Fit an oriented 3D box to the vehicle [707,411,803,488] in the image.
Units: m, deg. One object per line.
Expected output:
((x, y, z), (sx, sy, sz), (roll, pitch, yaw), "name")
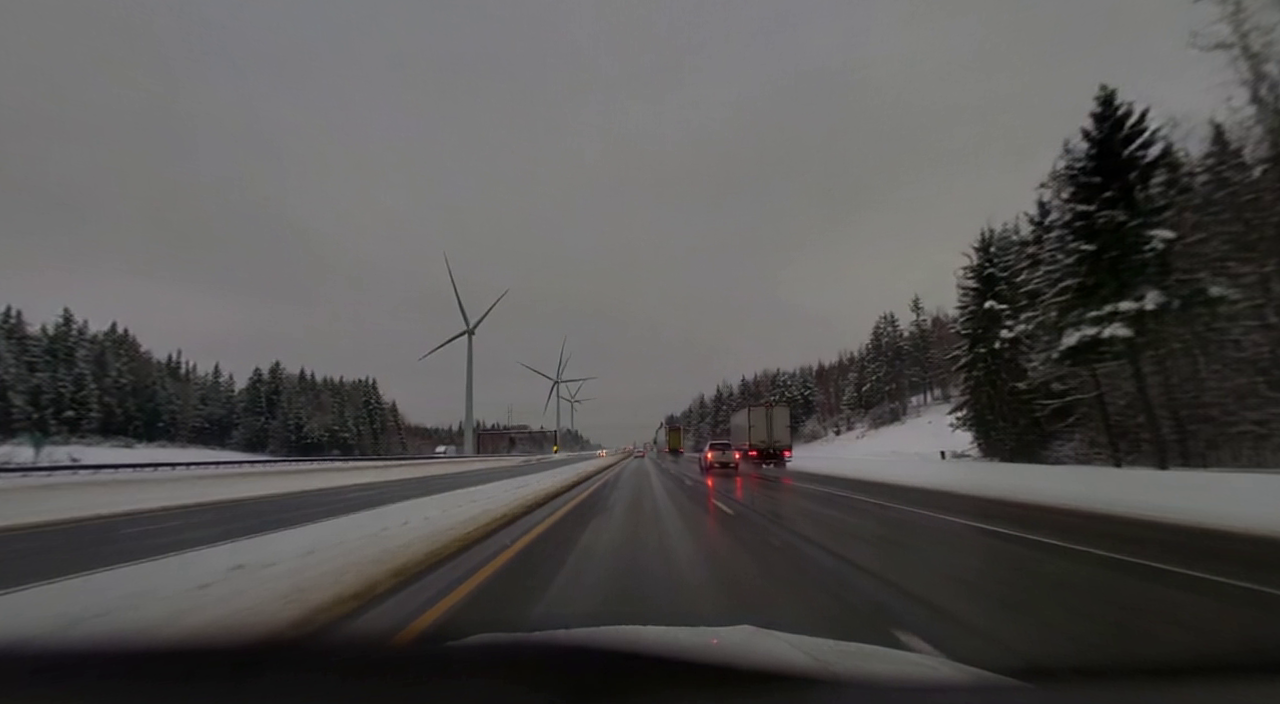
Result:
((4.325, 3.864, 24.932), (2.609, 2.648, 5.397), (0, -9, -2), "vehicle")
